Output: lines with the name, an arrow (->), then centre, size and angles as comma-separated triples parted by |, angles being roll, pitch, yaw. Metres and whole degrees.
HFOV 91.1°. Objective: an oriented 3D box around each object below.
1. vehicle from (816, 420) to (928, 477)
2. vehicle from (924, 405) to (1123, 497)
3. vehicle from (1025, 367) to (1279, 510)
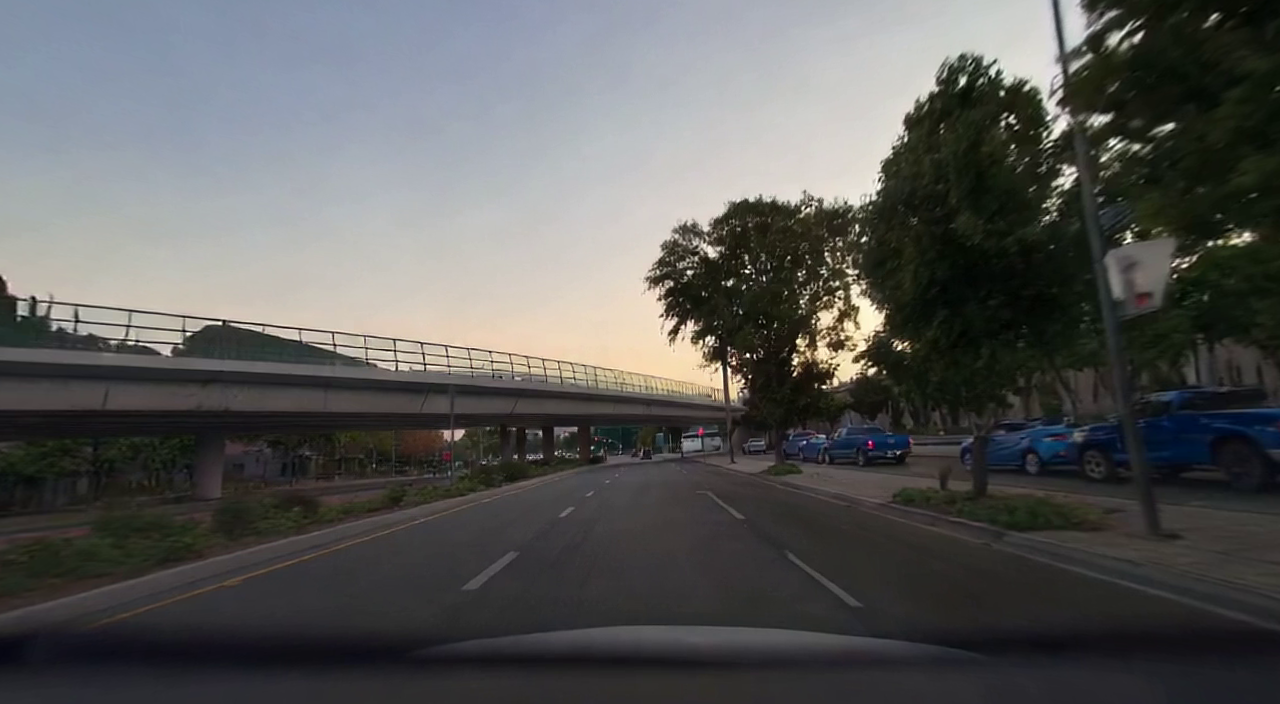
vehicle -> 10.439, 4.468, 29.051 | 2.445, 2.272, 6.461 | -1, -9, -2
vehicle -> 10.346, 2.751, 17.604 | 2.138, 1.805, 5.011 | -11, -9, -1
vehicle -> 10.289, 1.576, 11.962 | 2.290, 1.976, 5.520 | -9, -9, 1
